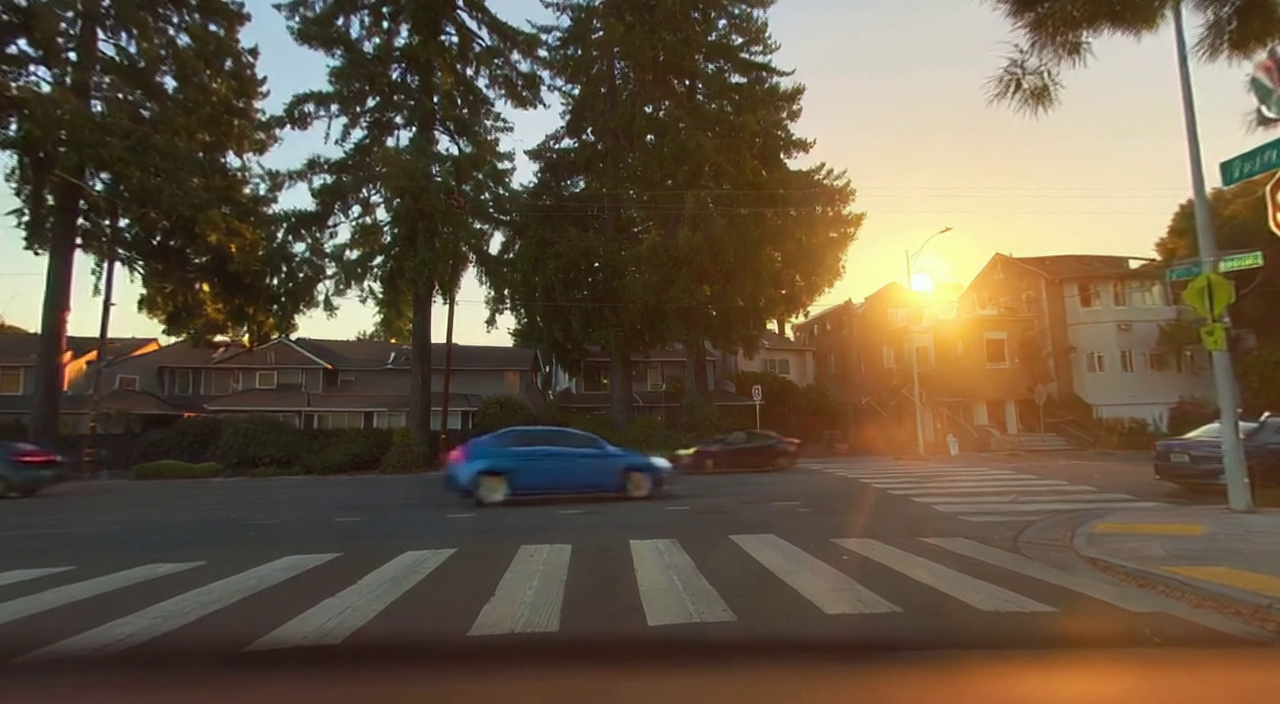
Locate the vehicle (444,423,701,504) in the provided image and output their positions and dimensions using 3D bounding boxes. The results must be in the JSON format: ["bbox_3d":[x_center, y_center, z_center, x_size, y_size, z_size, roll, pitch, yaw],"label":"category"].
[{"bbox_3d":[-1.403,2.274,13.225,4.990,1.454,1.875,3,-9,-20],"label":"vehicle"}]

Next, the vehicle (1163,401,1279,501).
[{"bbox_3d":[12.797,1.859,11.955,4.208,1.685,2.014,1,-9,-8],"label":"vehicle"}]

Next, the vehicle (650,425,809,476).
[{"bbox_3d":[2.784,3.086,19.933,4.548,1.469,1.864,2,-9,-17],"label":"vehicle"}]
